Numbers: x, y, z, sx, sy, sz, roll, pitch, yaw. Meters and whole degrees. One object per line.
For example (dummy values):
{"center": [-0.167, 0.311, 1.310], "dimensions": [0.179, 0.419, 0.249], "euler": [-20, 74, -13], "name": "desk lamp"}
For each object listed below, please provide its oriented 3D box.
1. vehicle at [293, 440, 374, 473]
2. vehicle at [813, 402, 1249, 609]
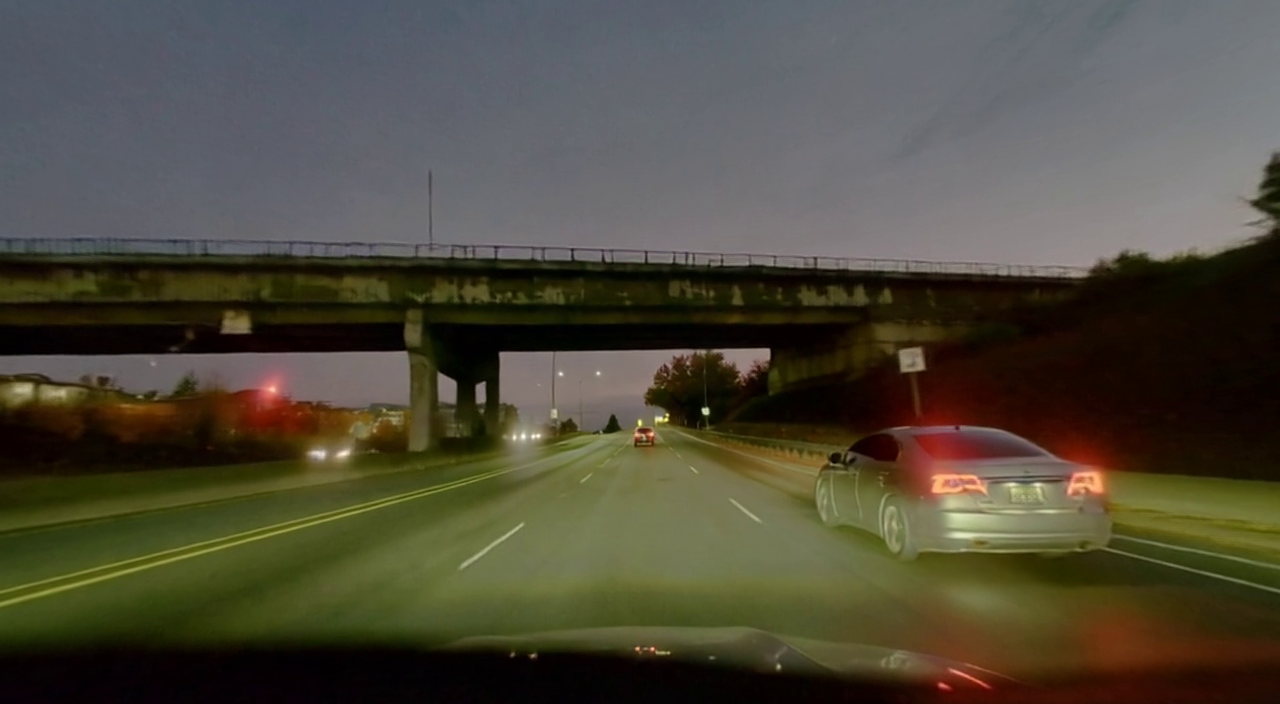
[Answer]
{"center": [-15.338, 5.235, 31.792], "dimensions": [1.819, 1.491, 4.414], "euler": [-1, -8, 0], "name": "vehicle"}
{"center": [3.583, 1.492, 7.056], "dimensions": [2.063, 1.542, 4.420], "euler": [-1, -8, 1], "name": "vehicle"}
